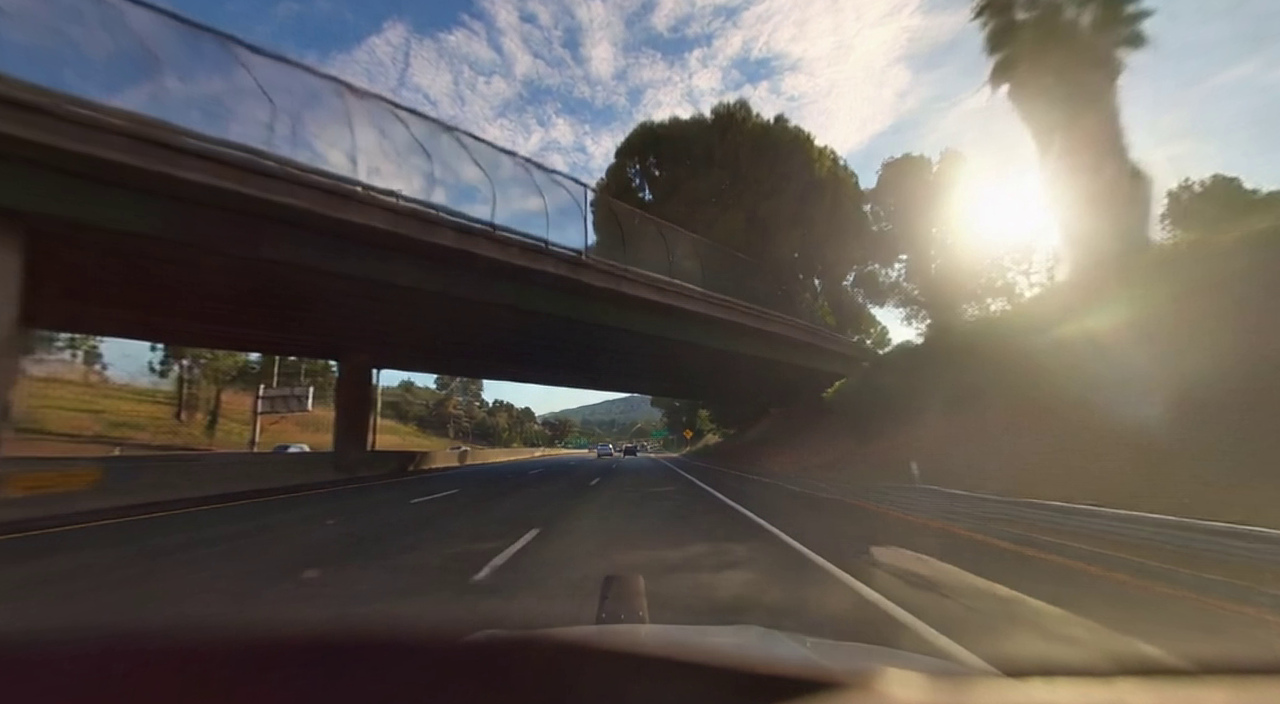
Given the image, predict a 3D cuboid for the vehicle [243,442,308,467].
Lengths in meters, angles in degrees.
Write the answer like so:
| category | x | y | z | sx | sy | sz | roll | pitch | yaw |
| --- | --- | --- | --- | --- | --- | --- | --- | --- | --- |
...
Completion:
| category | x | y | z | sx | sy | sz | roll | pitch | yaw |
| --- | --- | --- | --- | --- | --- | --- | --- | --- | --- |
| vehicle | -27.240 | 7.652 | 47.243 | 2.011 | 1.754 | 4.720 | 0 | -9 | 0 |
